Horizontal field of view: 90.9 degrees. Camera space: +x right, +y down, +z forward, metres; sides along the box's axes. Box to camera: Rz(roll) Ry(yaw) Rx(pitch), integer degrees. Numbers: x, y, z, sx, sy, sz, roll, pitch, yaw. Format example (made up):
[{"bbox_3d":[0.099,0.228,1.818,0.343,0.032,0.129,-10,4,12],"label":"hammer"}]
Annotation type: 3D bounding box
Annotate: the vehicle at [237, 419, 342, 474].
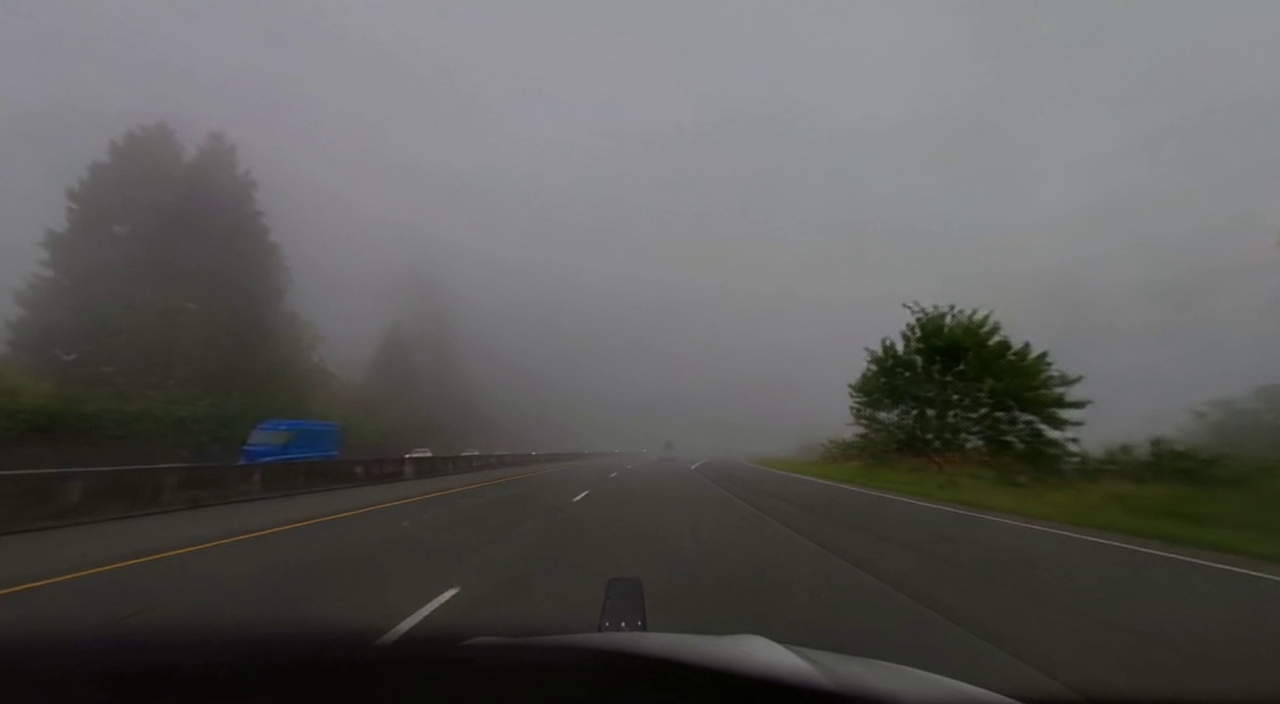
[{"bbox_3d":[-25.319,6.920,46.093,3.046,3.634,7.542,0,-9,2],"label":"vehicle"}]
